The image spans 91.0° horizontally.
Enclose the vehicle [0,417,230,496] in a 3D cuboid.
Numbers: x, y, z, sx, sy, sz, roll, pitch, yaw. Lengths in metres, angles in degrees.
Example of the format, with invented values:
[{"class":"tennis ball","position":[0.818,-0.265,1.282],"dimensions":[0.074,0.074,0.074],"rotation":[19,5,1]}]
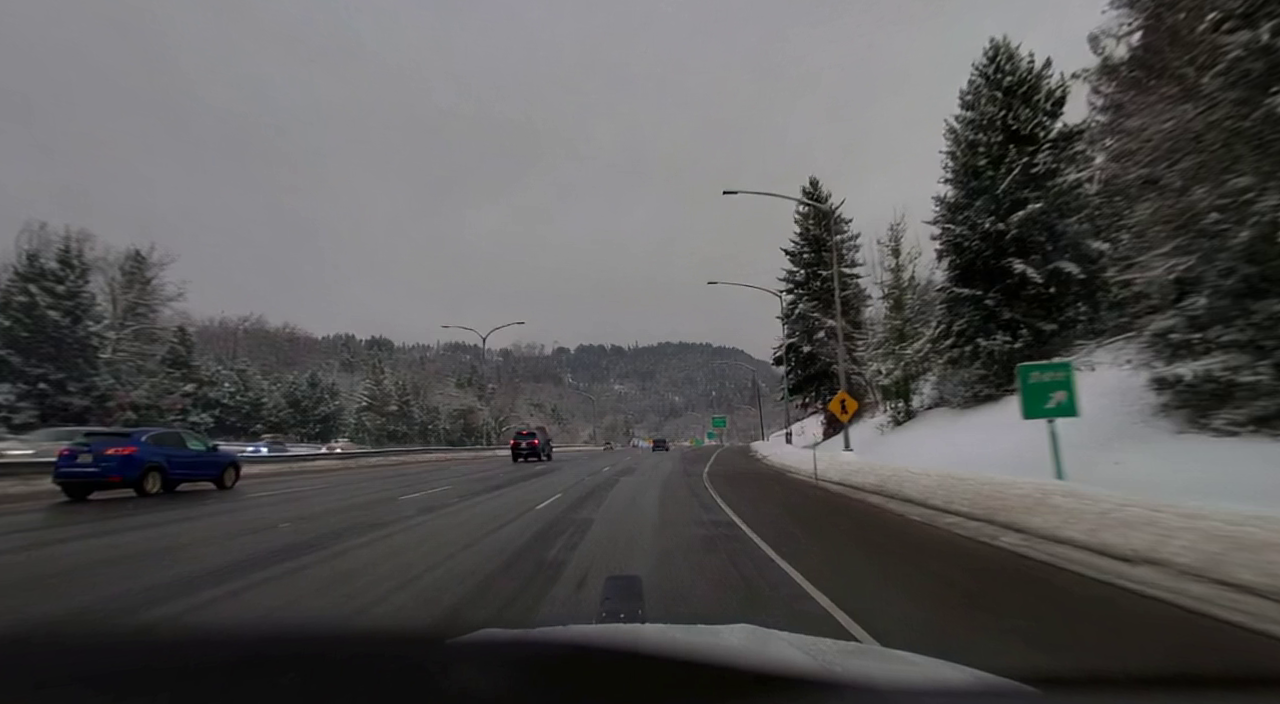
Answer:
[{"class":"vehicle","position":[-13.845,2.787,17.048],"dimensions":[2.079,1.822,4.893],"rotation":[0,-9,1]}]

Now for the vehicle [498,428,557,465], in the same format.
[{"class":"vehicle","position":[-6.272,5.361,35.658],"dimensions":[2.219,1.947,4.924],"rotation":[0,-9,2]}]
